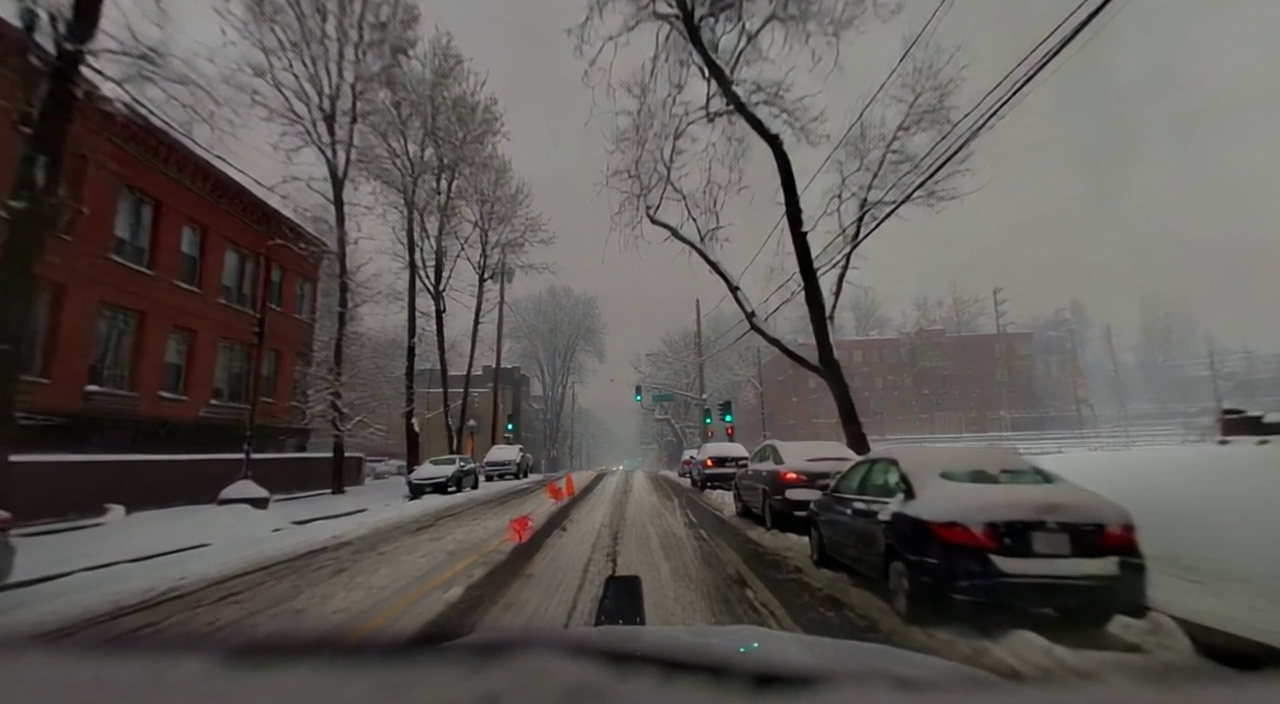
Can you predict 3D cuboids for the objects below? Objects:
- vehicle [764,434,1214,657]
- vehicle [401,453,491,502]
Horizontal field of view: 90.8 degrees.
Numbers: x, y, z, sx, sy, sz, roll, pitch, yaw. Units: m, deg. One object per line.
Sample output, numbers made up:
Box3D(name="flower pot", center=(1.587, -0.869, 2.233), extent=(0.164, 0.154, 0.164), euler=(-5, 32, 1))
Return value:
Box3D(name="vehicle", center=(2.872, 1.677, 6.769), extent=(2.010, 1.499, 4.754), euler=(0, -8, -1))
Box3D(name="vehicle", center=(-6.659, 4.330, 22.215), extent=(1.968, 1.450, 4.271), euler=(0, -8, -2))
